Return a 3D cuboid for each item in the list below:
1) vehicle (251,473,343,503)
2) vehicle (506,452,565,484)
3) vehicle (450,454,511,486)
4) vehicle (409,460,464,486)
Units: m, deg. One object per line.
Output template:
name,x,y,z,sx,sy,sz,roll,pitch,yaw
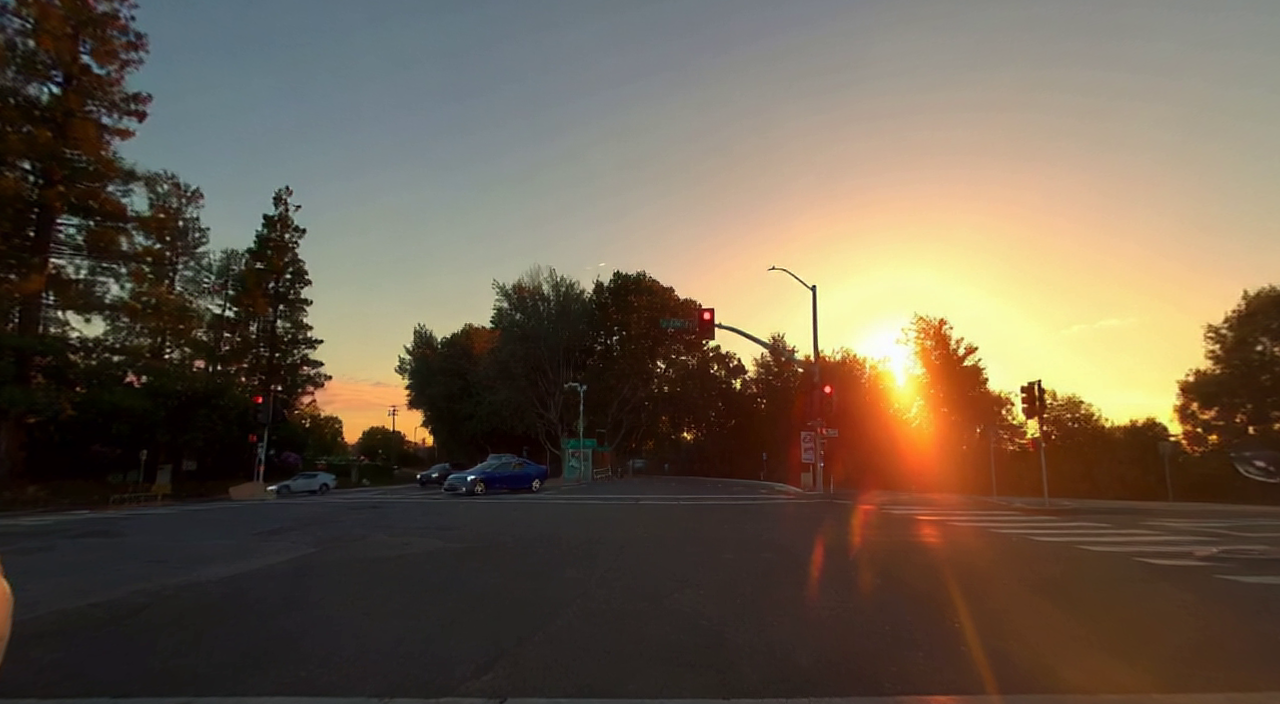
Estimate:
vehicle,-21.110,8.323,38.933,2.029,1.500,4.491,-7,-11,38
vehicle,-5.226,5.855,32.108,2.107,1.456,4.728,0,-8,1
vehicle,-8.030,5.973,32.082,1.960,1.433,4.213,0,-8,1
vehicle,-15.517,9.200,48.316,2.050,1.755,5.135,-1,-9,6
